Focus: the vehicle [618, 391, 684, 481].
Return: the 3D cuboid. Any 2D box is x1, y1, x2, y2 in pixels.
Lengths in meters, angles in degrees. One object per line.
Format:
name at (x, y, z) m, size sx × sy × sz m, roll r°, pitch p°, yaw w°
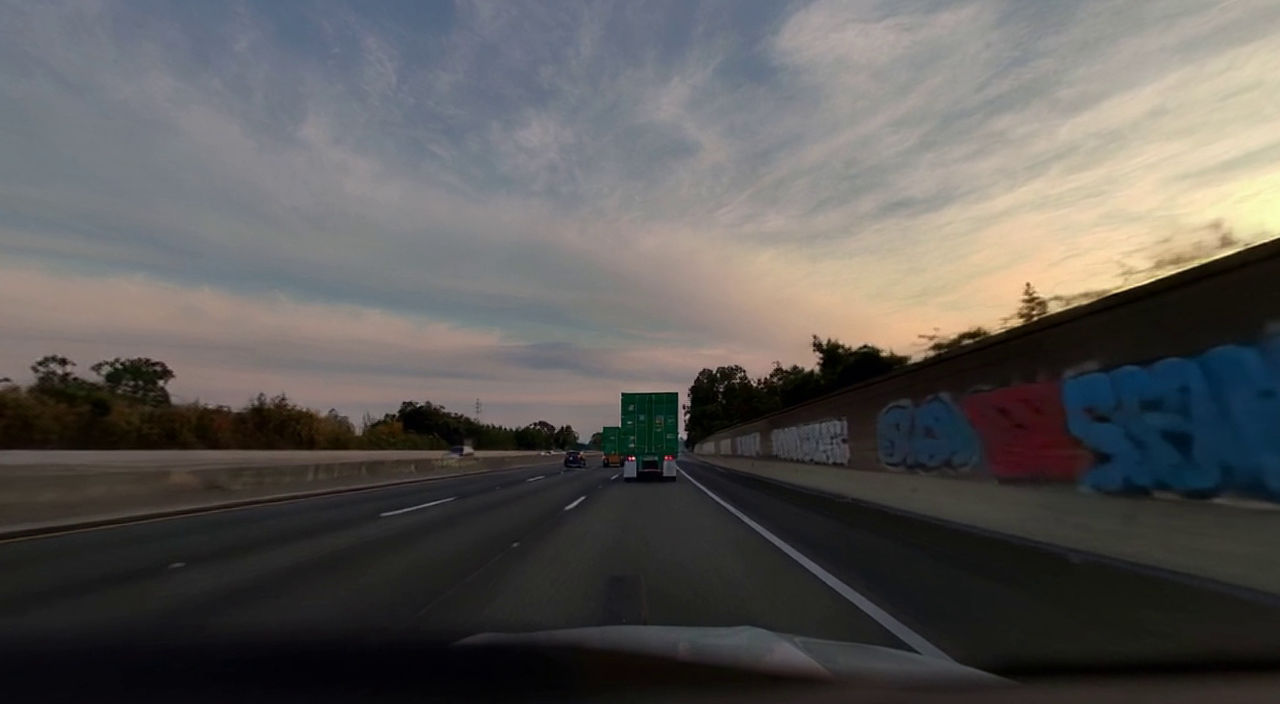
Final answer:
vehicle at (0.571, 4.625, 33.994) m, size 2.997 × 4.069 × 10.871 m, roll 0°, pitch -9°, yaw 1°
